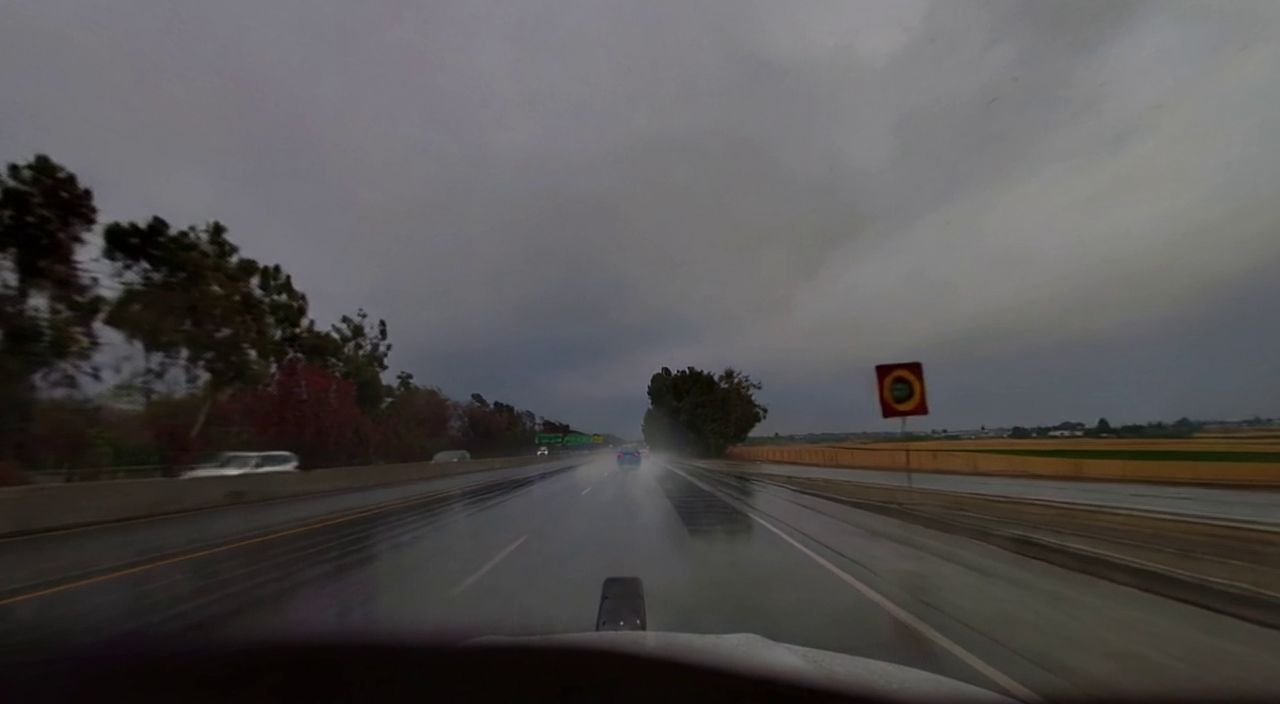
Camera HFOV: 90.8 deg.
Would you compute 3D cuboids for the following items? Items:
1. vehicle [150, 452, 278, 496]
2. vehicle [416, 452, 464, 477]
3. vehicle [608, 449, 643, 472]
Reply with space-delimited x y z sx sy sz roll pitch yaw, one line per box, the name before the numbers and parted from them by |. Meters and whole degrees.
vehicle | -15.868 4.532 23.829 1.841 1.481 4.240 0 -9 0
vehicle | -12.775 7.183 40.487 1.893 1.485 4.002 0 -9 -2
vehicle | -0.924 7.332 43.009 2.170 1.451 4.584 0 -9 1
